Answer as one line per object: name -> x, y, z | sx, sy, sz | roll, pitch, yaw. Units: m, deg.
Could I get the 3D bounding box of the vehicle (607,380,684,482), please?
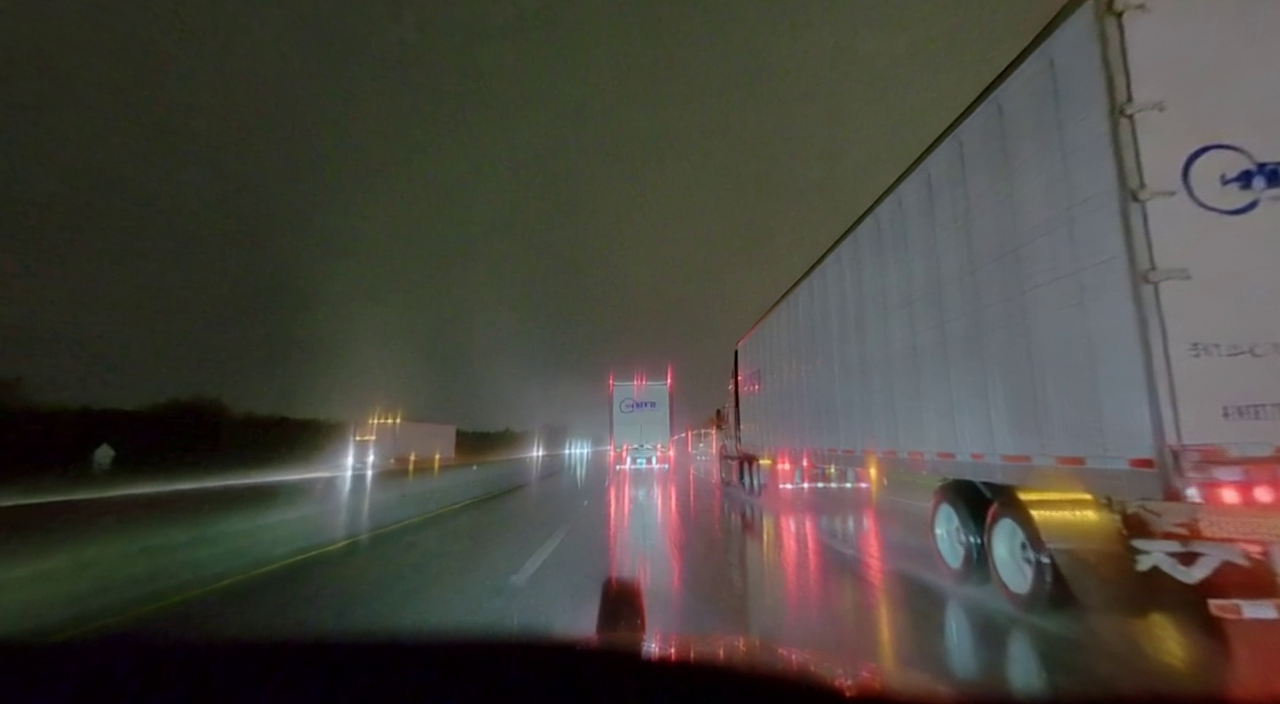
vehicle -> 0.195, 3.692, 28.534 | 2.864, 3.805, 9.709 | 0, -9, 0

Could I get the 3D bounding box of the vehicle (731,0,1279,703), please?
vehicle -> 4.162, 0.782, 10.311 | 3.044, 4.128, 14.482 | 0, -9, -1
